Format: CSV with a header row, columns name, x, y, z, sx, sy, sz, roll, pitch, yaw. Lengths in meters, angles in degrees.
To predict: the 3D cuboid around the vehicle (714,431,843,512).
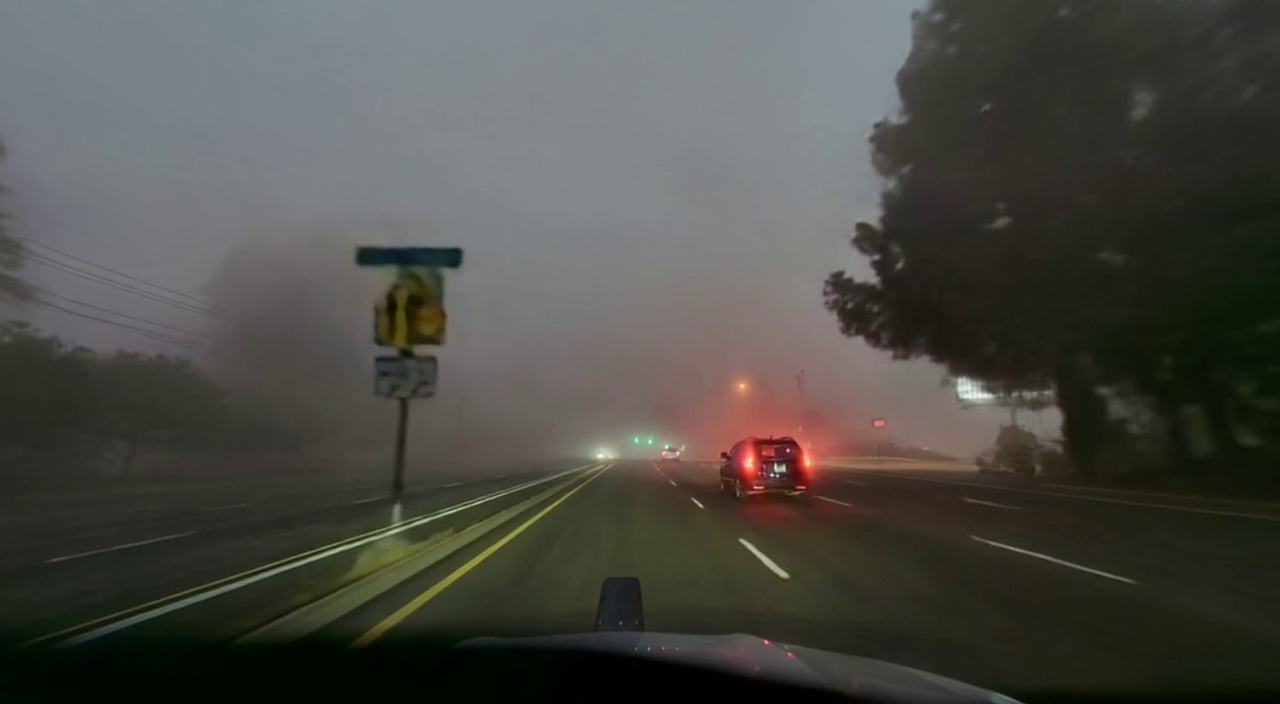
name,x,y,z,sx,sy,sz,roll,pitch,yaw
vehicle,3.141,2.821,15.334,2.078,1.668,4.078,0,-9,-2
